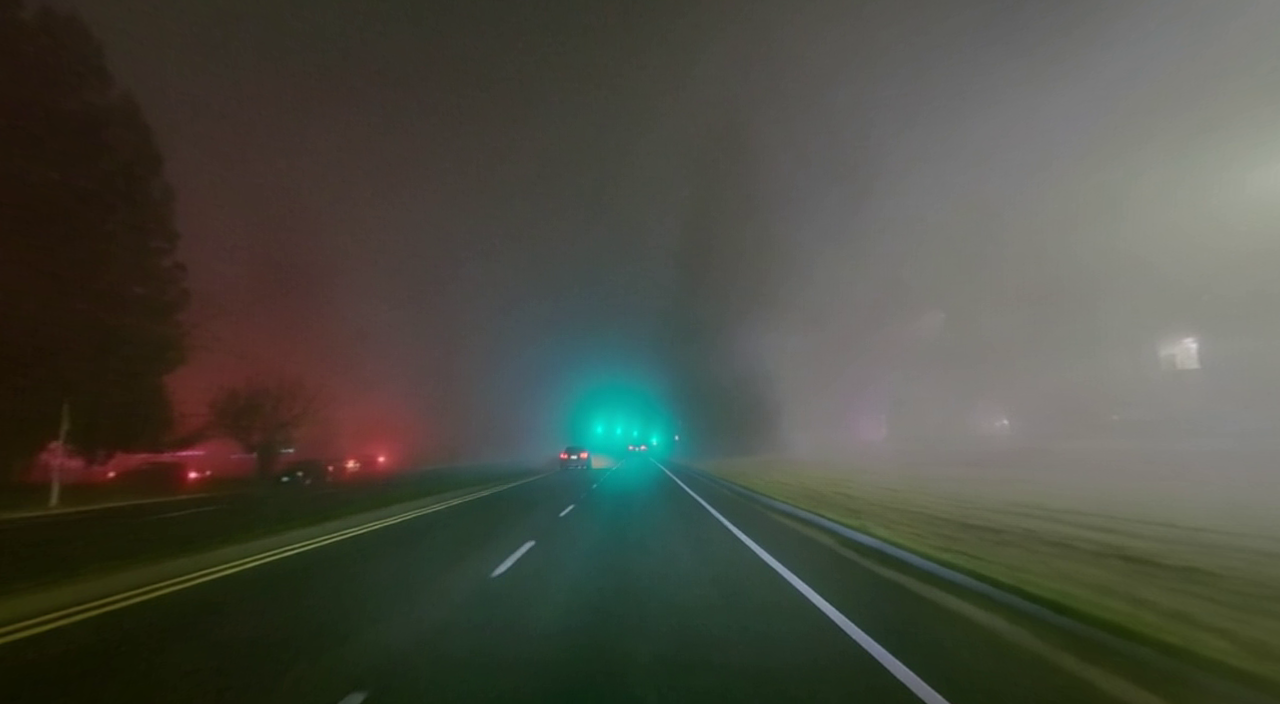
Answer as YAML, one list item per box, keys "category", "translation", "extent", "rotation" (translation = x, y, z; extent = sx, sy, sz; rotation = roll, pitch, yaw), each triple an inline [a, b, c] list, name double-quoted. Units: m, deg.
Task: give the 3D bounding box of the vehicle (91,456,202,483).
- category: "vehicle"
  translation: [-28.922, 6.895, 37.173]
  extent: [4.612, 1.454, 2.016]
  rotation: [1, -8, -8]

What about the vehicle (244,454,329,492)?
- category: "vehicle"
  translation: [-17.701, 6.012, 31.860]
  extent: [1.900, 1.474, 4.431]
  rotation: [-4, -7, -2]

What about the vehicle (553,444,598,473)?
- category: "vehicle"
  translation: [-3.450, 5.743, 34.363]
  extent: [1.992, 1.447, 4.044]
  rotation: [0, -8, 0]
